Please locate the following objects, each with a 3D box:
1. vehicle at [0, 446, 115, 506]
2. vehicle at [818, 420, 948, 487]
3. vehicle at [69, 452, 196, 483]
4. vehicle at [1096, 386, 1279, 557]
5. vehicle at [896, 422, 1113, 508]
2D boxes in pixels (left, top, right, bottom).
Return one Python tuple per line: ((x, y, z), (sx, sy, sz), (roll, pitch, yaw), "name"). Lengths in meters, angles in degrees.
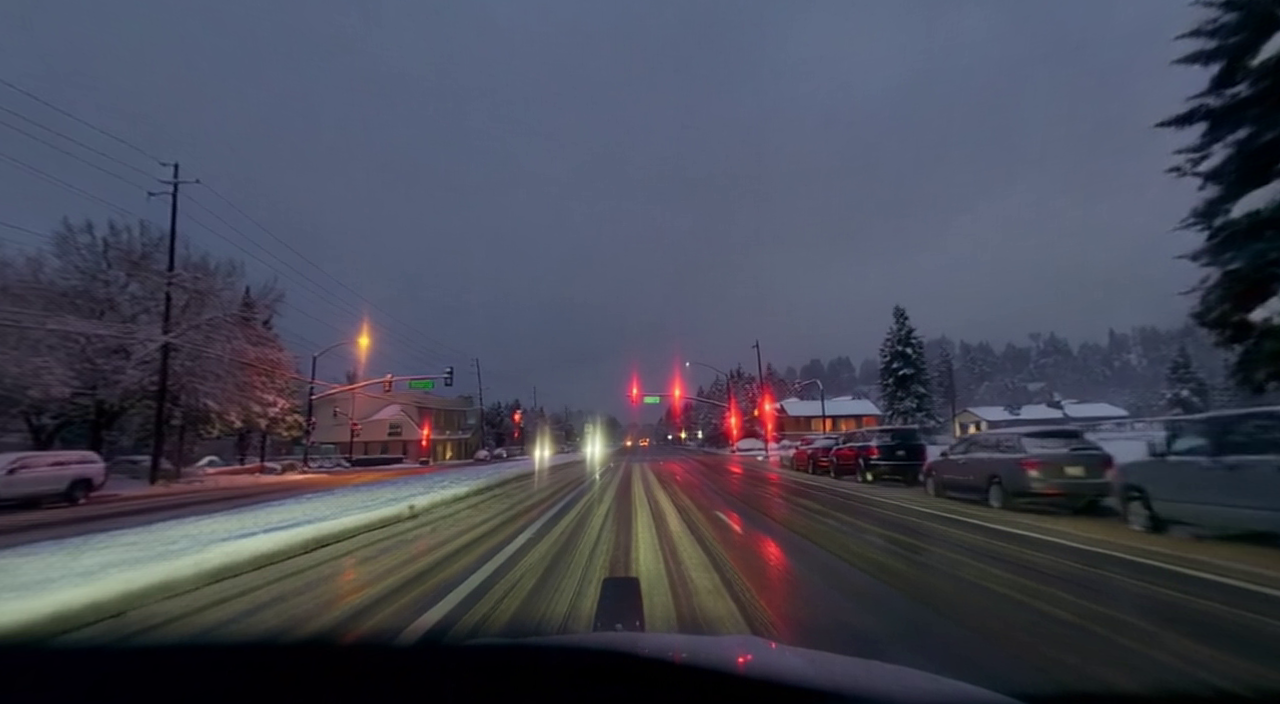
((-22.258, 4.394, 22.312), (2.328, 1.929, 6.055), (-4, -8, 0), "vehicle")
((7.679, 3.280, 20.691), (2.130, 1.877, 5.334), (0, -8, 0), "vehicle")
((-29.002, 6.600, 36.236), (5.352, 1.644, 2.387), (-1, -8, 4), "vehicle")
((8.168, 1.417, 7.573), (1.870, 1.912, 4.657), (0, -8, 0), "vehicle")
((7.960, 2.517, 14.503), (1.987, 1.628, 4.712), (0, -8, -3), "vehicle")
